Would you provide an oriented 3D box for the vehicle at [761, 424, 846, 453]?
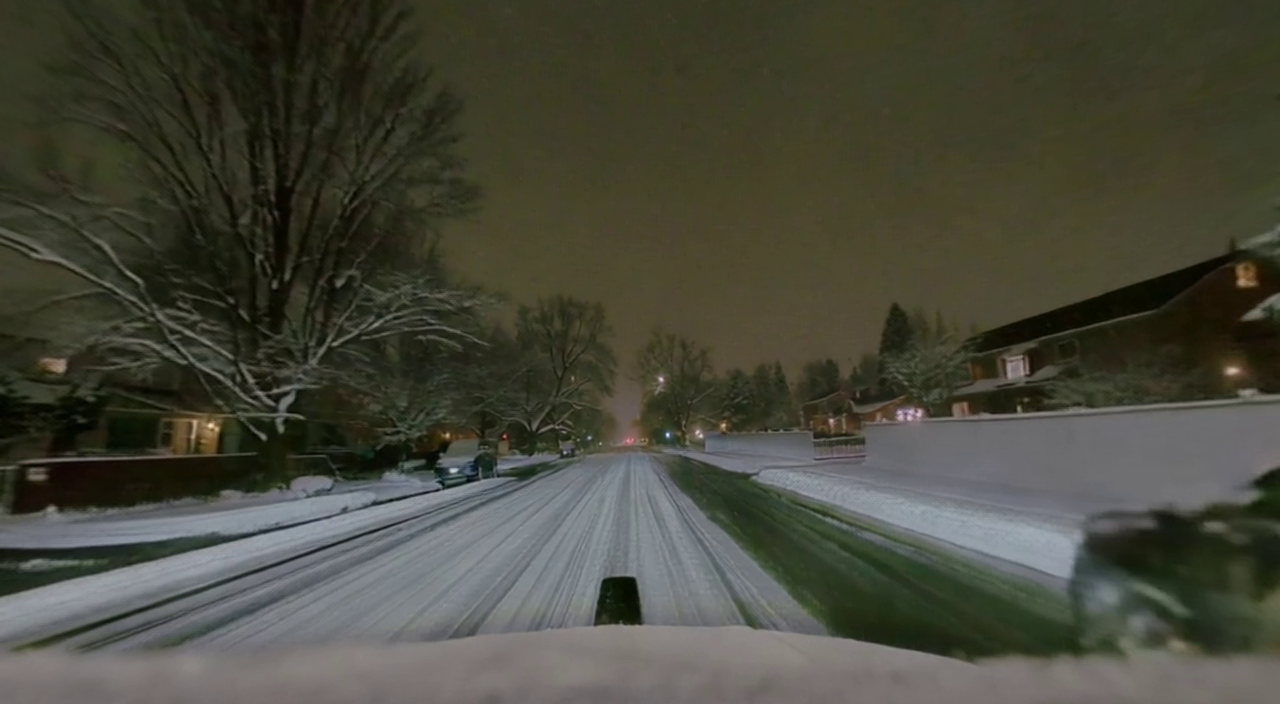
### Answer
[{"bbox_3d":[11.700,6.223,45.431,5.367,1.953,2.257,1,-8,-6],"label":"vehicle"}]

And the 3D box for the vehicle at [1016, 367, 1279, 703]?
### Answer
[{"bbox_3d":[3.566,0.671,1.297,2.291,1.546,5.204,0,-8,-1],"label":"vehicle"}]

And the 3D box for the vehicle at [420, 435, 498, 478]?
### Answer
[{"bbox_3d":[-8.637,5.097,30.716,2.352,1.843,4.979,-1,-10,0],"label":"vehicle"}]
